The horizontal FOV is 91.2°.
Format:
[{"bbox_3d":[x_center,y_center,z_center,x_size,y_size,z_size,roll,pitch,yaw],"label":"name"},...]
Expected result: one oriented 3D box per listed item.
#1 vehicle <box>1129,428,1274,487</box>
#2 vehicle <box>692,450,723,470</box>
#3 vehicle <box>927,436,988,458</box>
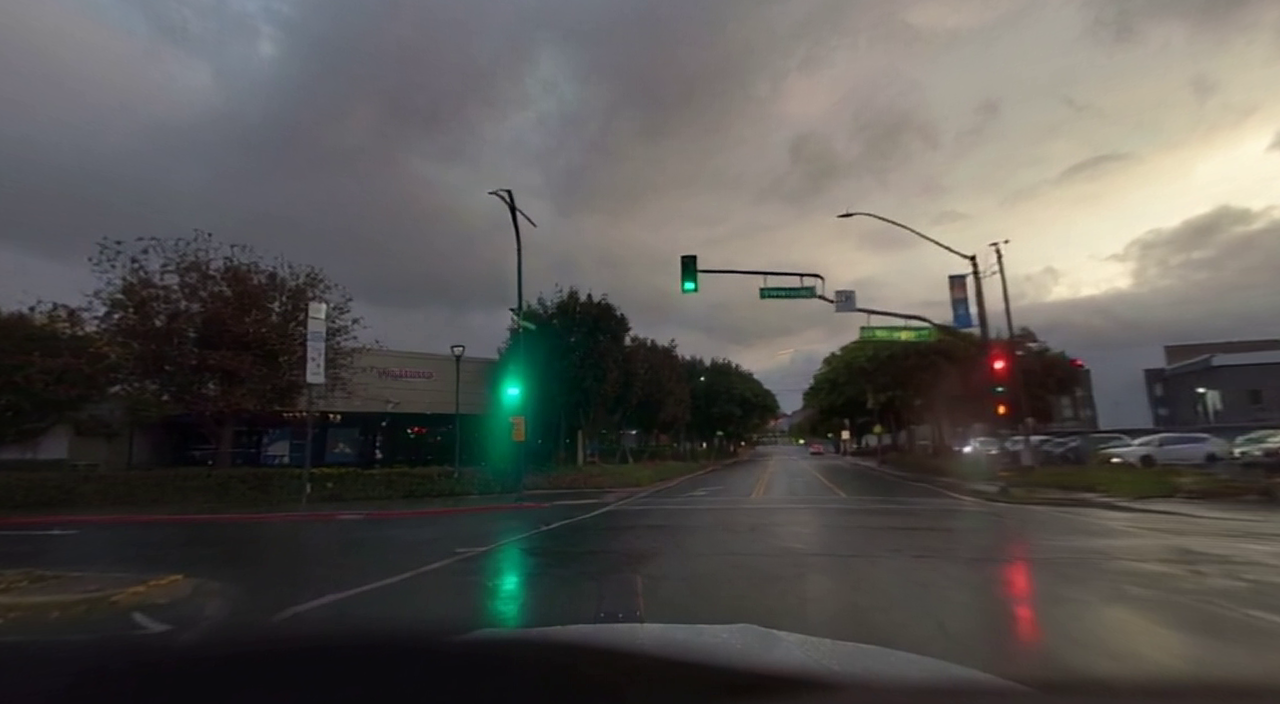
[{"bbox_3d":[16.521,3.063,18.399,4.295,1.508,1.955,5,-11,-33],"label":"vehicle"},{"bbox_3d":[5.383,8.512,49.530,1.964,1.497,3.674,-3,-9,13],"label":"vehicle"},{"bbox_3d":[22.103,6.631,43.696,3.426,1.405,1.553,-4,-8,12],"label":"vehicle"}]
